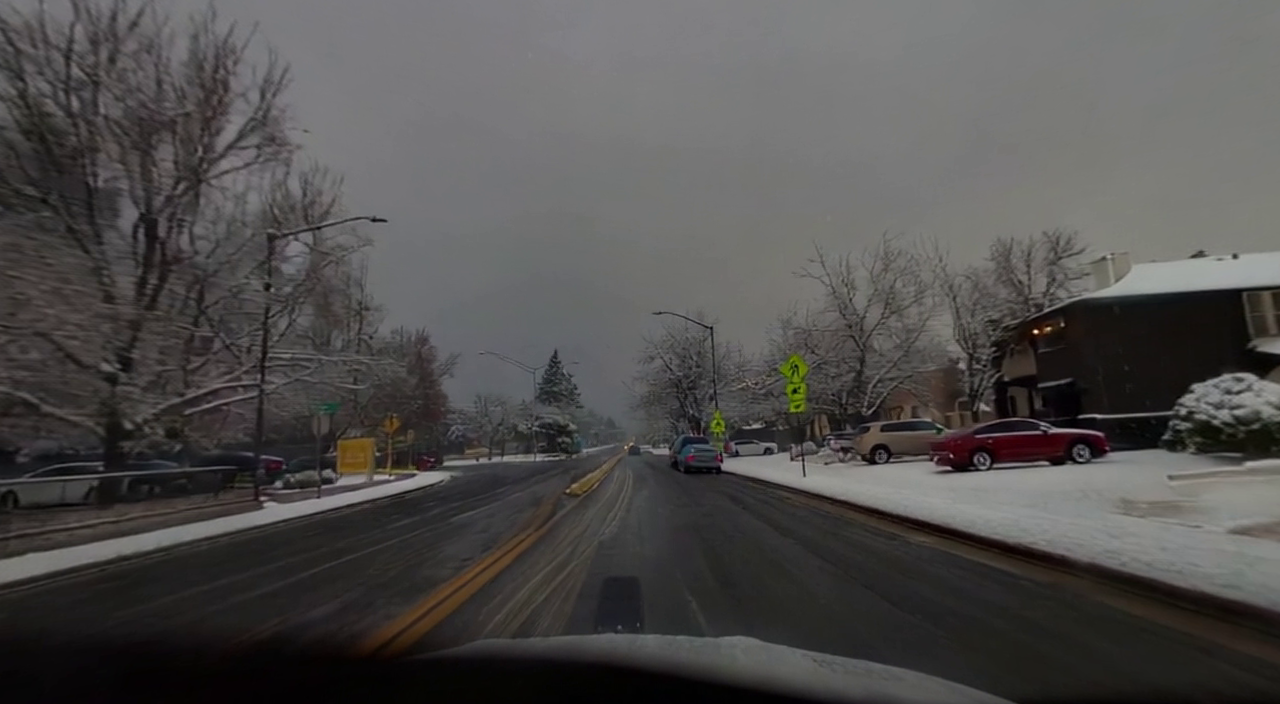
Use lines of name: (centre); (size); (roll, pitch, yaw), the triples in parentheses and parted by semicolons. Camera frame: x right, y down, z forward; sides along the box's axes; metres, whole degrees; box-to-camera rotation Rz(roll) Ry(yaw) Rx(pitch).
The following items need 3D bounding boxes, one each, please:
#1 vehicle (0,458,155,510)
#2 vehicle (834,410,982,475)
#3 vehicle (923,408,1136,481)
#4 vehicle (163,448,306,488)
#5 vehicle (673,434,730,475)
vehicle: (-18.960, 4.233, 20.571); (4.691, 1.483, 1.955); (8, -12, -44)
vehicle: (10.297, 3.516, 24.570); (4.653, 1.979, 1.998); (-6, -9, 0)
vehicle: (11.070, 2.692, 18.256); (4.750, 1.658, 1.902); (-4, -10, 1)
vehicle: (-19.637, 5.564, 30.825); (2.059, 1.746, 5.388); (-8, -12, 42)
vehicle: (3.010, 5.192, 32.180); (2.221, 1.892, 5.555); (0, -9, -1)
